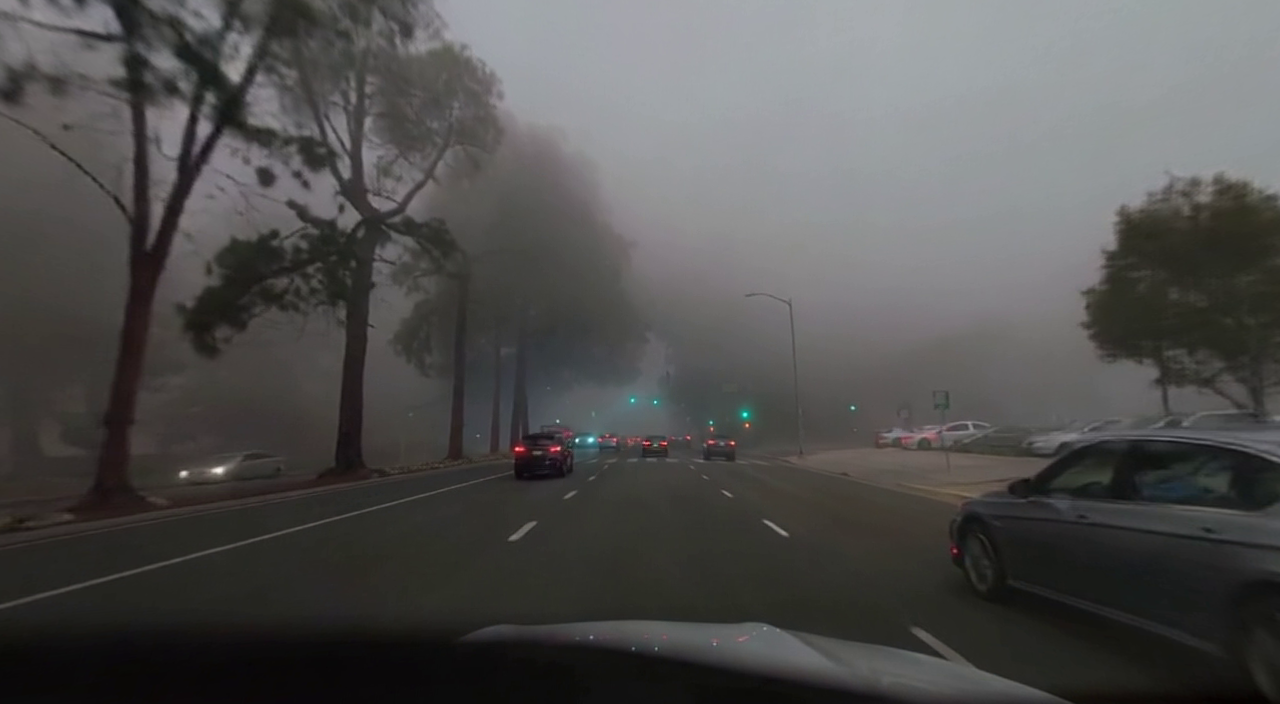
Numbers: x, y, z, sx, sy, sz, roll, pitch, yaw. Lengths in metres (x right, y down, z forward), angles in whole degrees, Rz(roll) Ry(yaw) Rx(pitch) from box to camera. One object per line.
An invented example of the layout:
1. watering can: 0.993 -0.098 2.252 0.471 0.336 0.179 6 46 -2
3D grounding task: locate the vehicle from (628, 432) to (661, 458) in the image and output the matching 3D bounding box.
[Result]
1. vehicle: 0.279 6.315 42.648 2.110 1.662 4.262 0 -8 0

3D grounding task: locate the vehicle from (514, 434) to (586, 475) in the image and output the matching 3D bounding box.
1. vehicle: -3.489 4.080 25.339 2.049 1.485 4.656 0 -8 2

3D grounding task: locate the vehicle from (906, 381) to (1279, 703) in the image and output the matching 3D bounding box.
1. vehicle: 3.668 1.074 3.869 2.128 1.502 4.572 0 -8 1

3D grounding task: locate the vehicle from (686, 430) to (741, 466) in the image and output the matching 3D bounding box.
1. vehicle: 3.556 4.783 31.404 2.137 1.646 4.488 0 -8 -1

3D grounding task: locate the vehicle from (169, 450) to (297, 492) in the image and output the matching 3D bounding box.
1. vehicle: -15.752 4.613 24.749 1.901 1.438 4.557 0 -8 1

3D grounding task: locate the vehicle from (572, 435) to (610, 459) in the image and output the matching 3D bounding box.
1. vehicle: -3.209 6.360 42.284 1.997 1.479 4.547 0 -8 2
